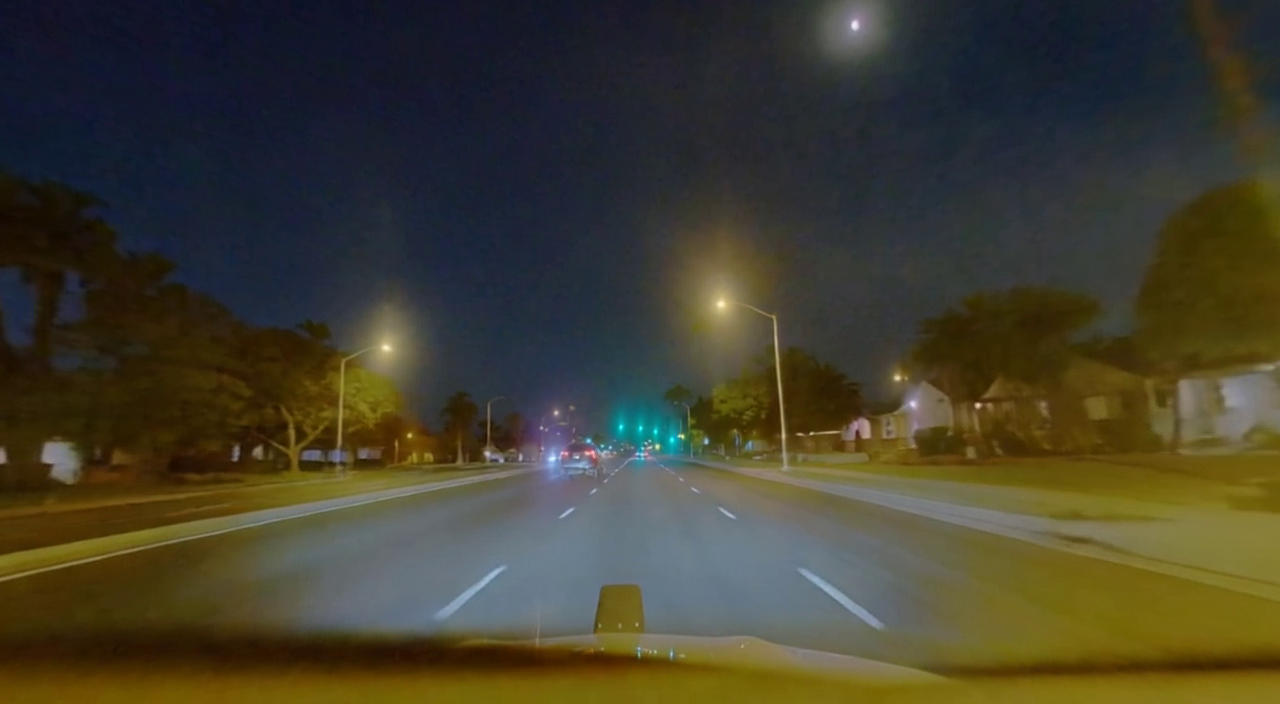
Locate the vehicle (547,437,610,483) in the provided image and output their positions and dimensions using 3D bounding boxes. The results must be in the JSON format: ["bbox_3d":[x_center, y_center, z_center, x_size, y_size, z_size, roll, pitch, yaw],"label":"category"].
[{"bbox_3d":[-2.773,5.073,29.824,2.370,1.968,5.698,0,-9,1],"label":"vehicle"}]
